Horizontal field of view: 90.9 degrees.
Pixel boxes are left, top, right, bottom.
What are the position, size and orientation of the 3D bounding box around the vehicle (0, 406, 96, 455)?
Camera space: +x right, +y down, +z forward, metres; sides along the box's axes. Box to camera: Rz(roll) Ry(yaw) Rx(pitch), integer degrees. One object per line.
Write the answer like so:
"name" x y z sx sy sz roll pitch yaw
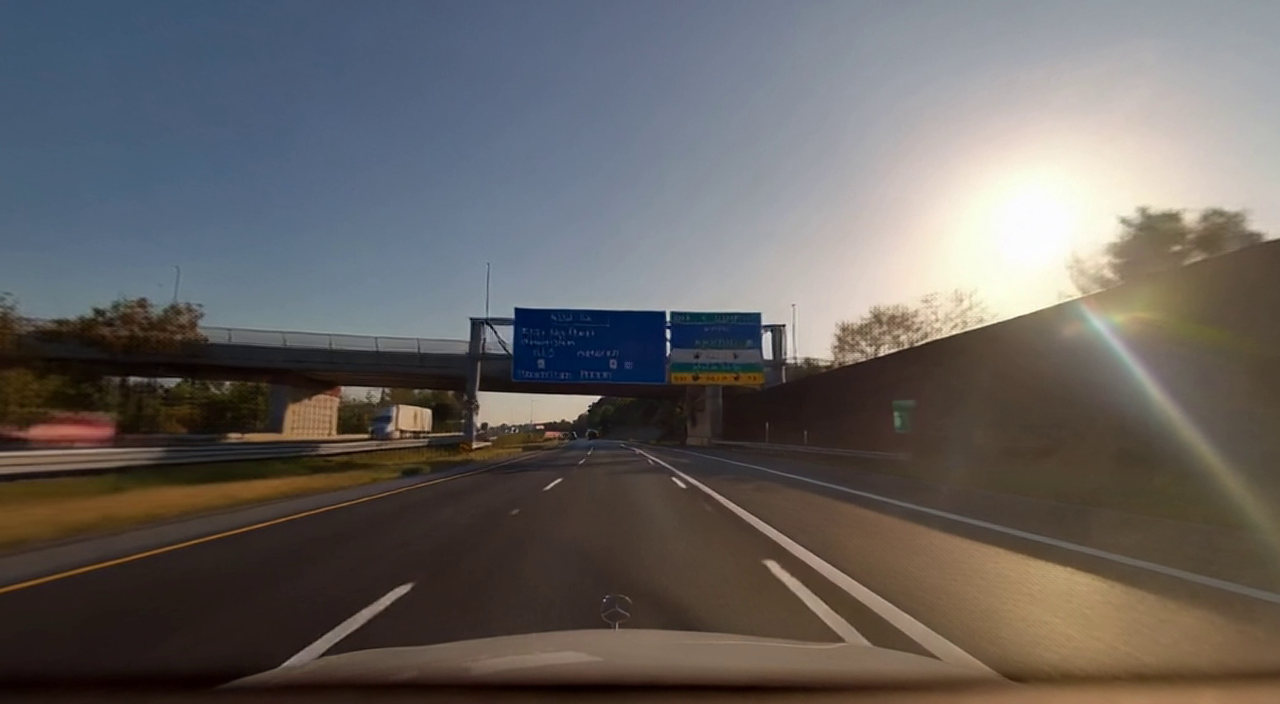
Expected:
"vehicle" -20.691 2.570 20.570 1.916 1.493 4.550 0 -8 -3
